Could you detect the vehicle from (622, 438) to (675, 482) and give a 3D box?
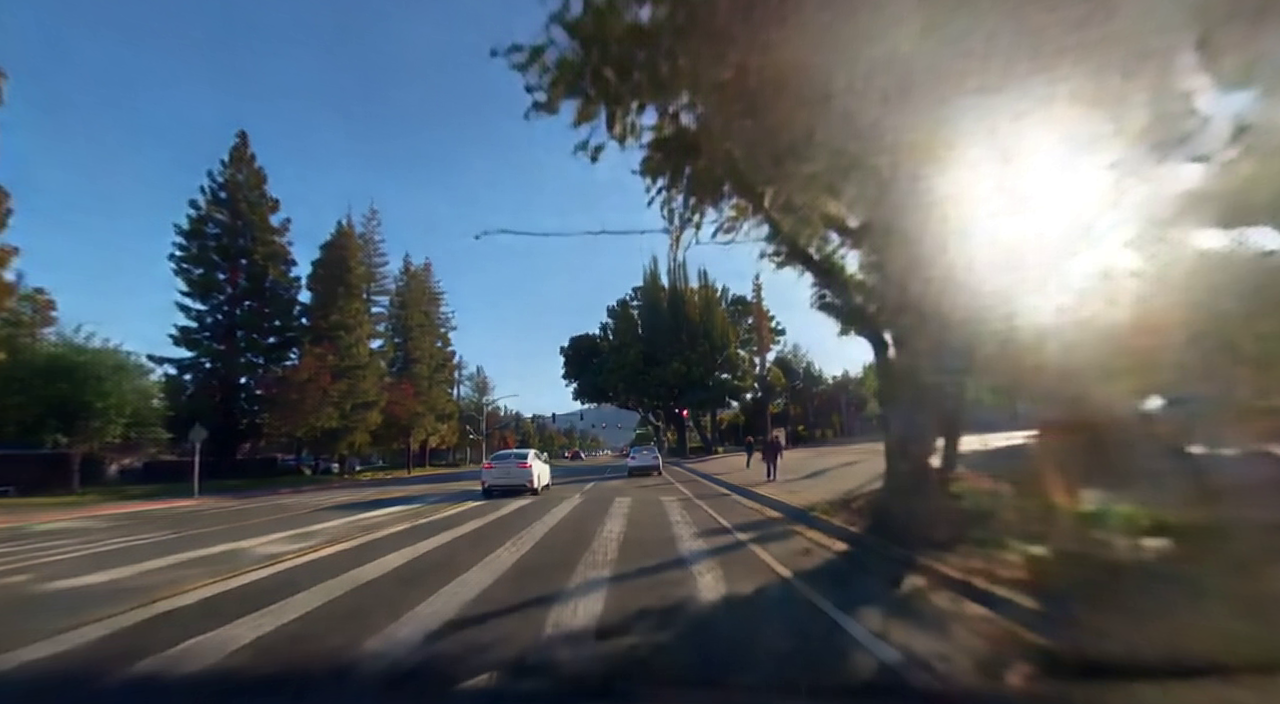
[{"bbox_3d":[0.298,4.846,28.623,2.215,1.799,4.426,0,-8,-1],"label":"vehicle"}]

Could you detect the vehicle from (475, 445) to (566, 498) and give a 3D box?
[{"bbox_3d":[-3.637,3.699,19.920,2.036,1.447,4.044,0,-8,0],"label":"vehicle"}]
